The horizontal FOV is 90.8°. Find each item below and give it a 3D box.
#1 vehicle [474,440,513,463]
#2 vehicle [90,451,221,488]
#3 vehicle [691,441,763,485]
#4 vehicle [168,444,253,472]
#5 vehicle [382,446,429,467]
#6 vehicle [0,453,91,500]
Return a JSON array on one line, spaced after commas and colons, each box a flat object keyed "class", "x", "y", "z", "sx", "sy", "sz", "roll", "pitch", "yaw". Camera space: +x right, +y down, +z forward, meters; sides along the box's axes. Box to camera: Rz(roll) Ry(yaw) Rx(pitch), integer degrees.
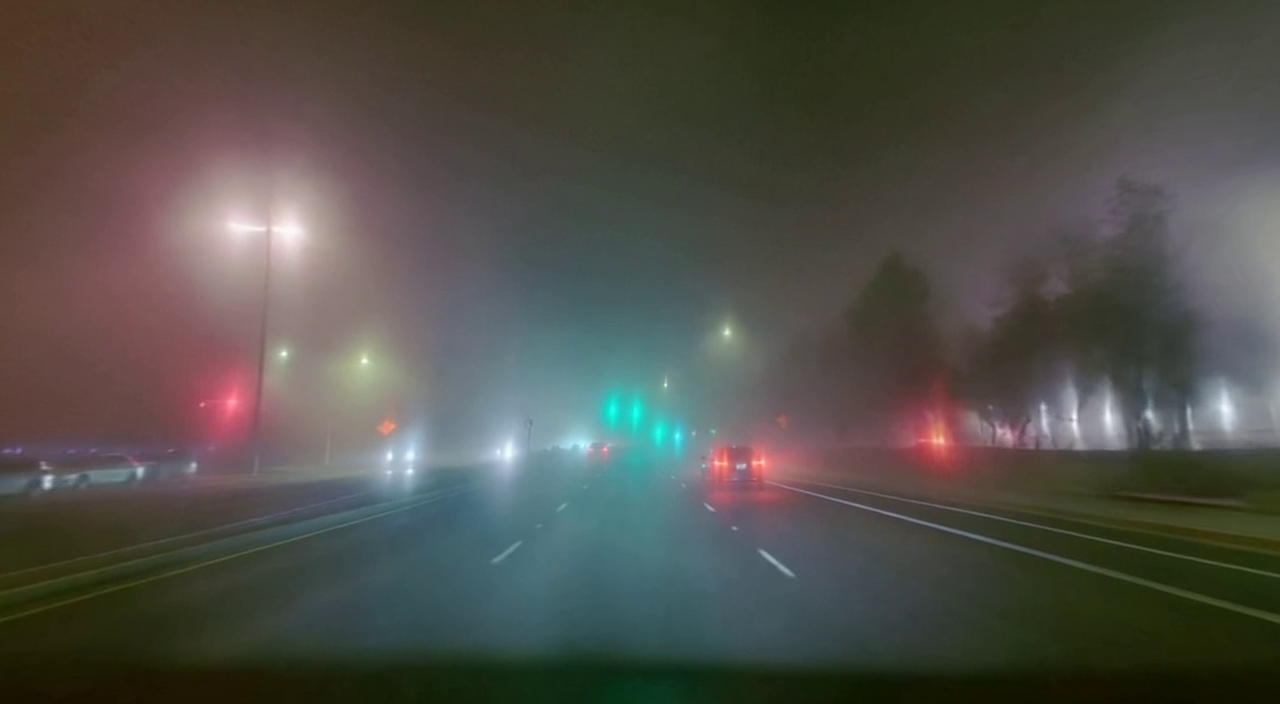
[{"class": "vehicle", "x": -11.436, "y": 7.816, "z": 49.588, "sx": 2.027, "sy": 1.716, "sz": 4.357, "roll": 0, "pitch": -9, "yaw": 0}, {"class": "vehicle", "x": -22.398, "y": 5.415, "z": 29.553, "sx": 2.098, "sy": 1.510, "sz": 5.072, "roll": 0, "pitch": -9, "yaw": 0}, {"class": "vehicle", "x": 3.121, "y": 4.090, "z": 23.589, "sx": 1.966, "sy": 1.449, "sz": 4.290, "roll": 0, "pitch": -9, "yaw": -1}, {"class": "vehicle", "x": -30.400, "y": 7.510, "z": 44.820, "sx": 4.409, "sy": 1.912, "sz": 2.090, "roll": 0, "pitch": -9, "yaw": 0}, {"class": "vehicle", "x": -17.496, "y": 7.780, "z": 47.248, "sx": 1.897, "sy": 1.507, "sz": 4.132, "roll": 0, "pitch": -9, "yaw": 0}, {"class": "vehicle", "x": -22.383, "y": 4.359, "z": 22.262, "sx": 1.865, "sy": 1.507, "sz": 4.631, "roll": 0, "pitch": -9, "yaw": 0}]
